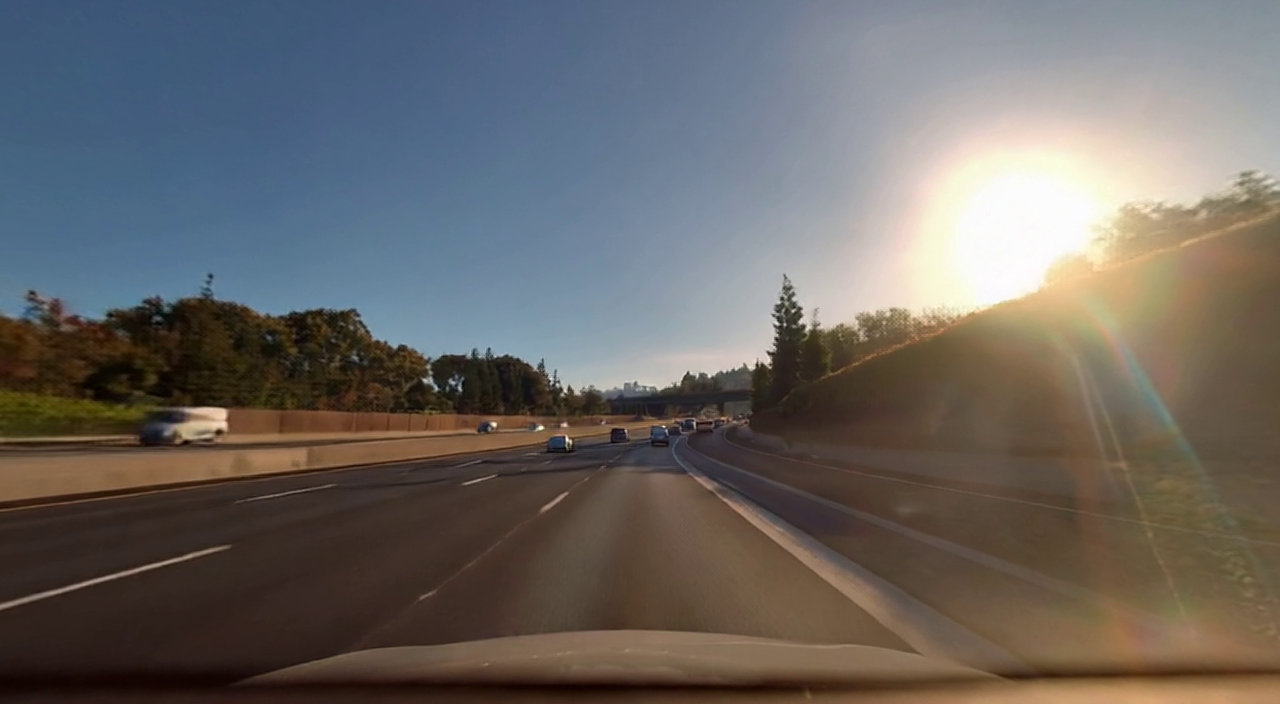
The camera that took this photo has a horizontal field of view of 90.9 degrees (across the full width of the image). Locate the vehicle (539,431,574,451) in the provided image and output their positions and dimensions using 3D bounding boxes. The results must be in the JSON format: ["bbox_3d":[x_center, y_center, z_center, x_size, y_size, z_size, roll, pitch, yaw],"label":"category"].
[{"bbox_3d":[-6.443,6.955,49.109,1.966,1.488,4.243,-1,-8,3],"label":"vehicle"}]

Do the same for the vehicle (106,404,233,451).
[{"bbox_3d":[-35.898,5.959,48.688,2.966,3.259,8.509,-1,-8,2],"label":"vehicle"}]
